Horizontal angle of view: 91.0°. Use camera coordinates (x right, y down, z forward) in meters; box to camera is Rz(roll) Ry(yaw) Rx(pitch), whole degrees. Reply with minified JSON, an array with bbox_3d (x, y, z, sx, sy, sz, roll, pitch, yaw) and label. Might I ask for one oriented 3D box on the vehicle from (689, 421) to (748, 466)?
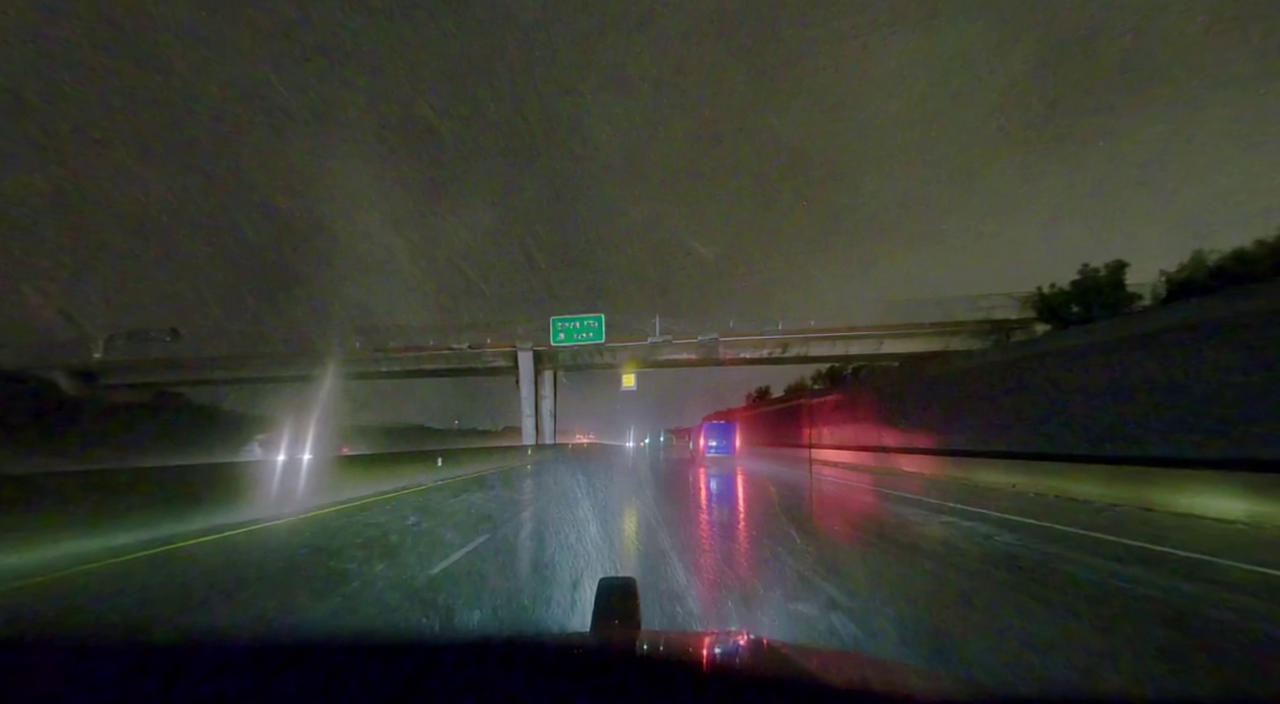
[{"bbox_3d":[3.740,4.487,30.845,2.161,2.002,4.631,0,-8,-2],"label":"vehicle"}]
